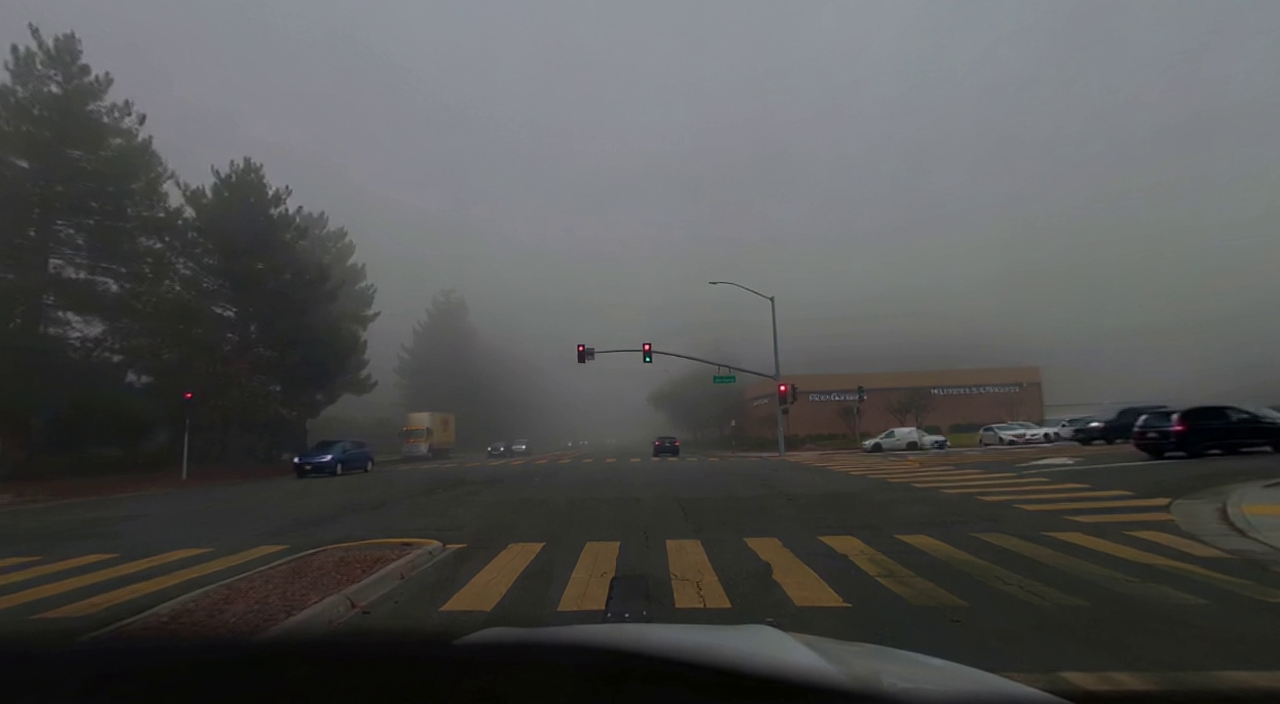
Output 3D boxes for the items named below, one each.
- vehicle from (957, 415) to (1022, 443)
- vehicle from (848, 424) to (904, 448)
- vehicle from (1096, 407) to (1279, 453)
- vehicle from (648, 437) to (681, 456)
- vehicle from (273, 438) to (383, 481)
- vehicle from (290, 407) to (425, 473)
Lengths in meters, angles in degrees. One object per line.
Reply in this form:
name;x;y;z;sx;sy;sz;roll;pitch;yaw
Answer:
vehicle;23.251;5.205;42.084;1.930;1.761;3.911;0;-8;-2
vehicle;17.367;6.227;46.524;3.329;1.415;1.821;-6;-9;2
vehicle;18.102;2.578;20.577;4.994;1.416;1.783;0;-8;1
vehicle;1.854;7.395;49.334;1.884;1.419;4.448;1;-9;-7
vehicle;-11.938;4.138;24.529;1.996;1.489;4.566;0;-8;-1
vehicle;-16.662;5.434;38.568;3.161;3.455;11.058;0;-8;0
